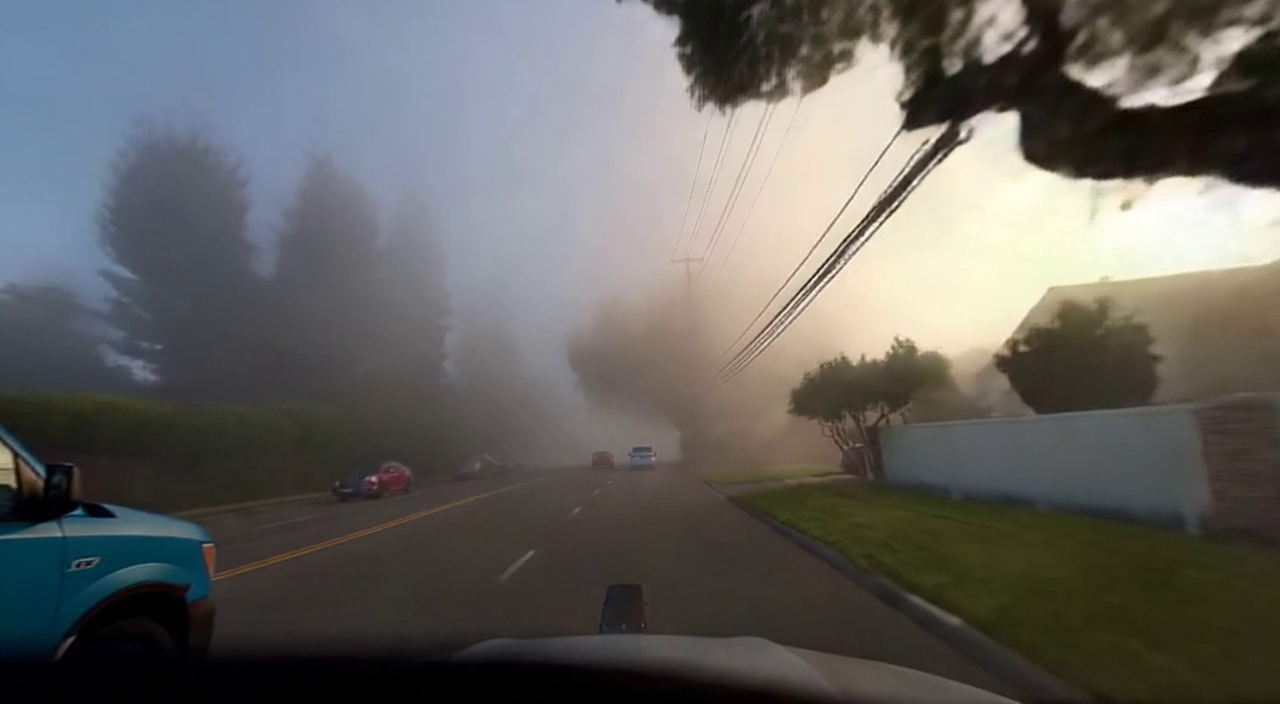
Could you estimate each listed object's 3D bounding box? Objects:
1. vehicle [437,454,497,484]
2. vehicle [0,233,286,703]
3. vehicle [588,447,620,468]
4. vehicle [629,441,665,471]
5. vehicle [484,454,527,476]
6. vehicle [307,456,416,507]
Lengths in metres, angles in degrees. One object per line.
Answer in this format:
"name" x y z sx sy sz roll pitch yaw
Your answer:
"vehicle" -9.585 6.498 35.345 2.068 1.480 4.641 -2 -9 0
"vehicle" -3.476 0.463 1.019 2.336 2.152 5.866 0 -9 0
"vehicle" -2.667 7.928 47.359 1.968 1.472 4.489 0 -9 2
"vehicle" 0.423 6.372 38.785 2.120 1.718 3.909 0 -9 1
"vehicle" -9.562 8.041 45.128 2.005 1.471 4.330 0 -9 2
"vehicle" -9.962 4.614 22.923 1.879 1.494 4.445 -4 -9 1
